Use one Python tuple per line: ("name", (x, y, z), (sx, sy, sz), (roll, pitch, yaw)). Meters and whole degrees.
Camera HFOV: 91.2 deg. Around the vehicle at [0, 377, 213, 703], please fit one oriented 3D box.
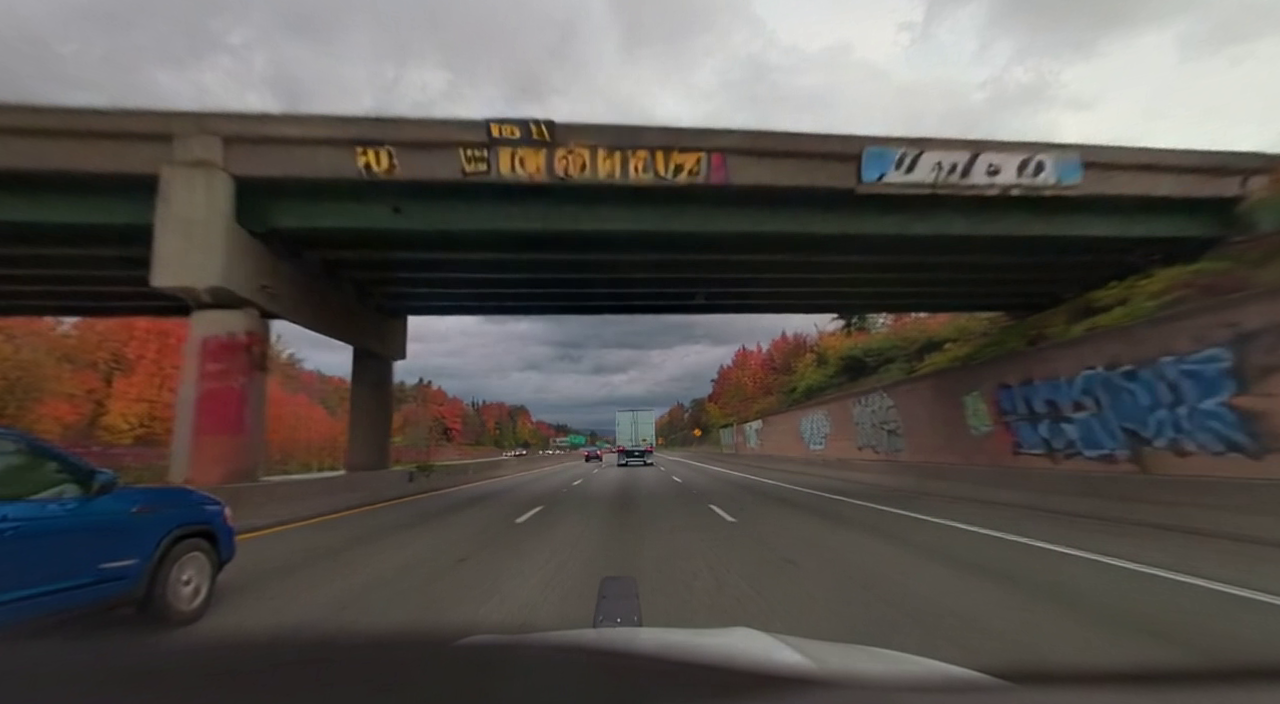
("vehicle", (-3.893, 0.785, 1.968), (1.979, 1.587, 4.365), (0, -9, 0))
